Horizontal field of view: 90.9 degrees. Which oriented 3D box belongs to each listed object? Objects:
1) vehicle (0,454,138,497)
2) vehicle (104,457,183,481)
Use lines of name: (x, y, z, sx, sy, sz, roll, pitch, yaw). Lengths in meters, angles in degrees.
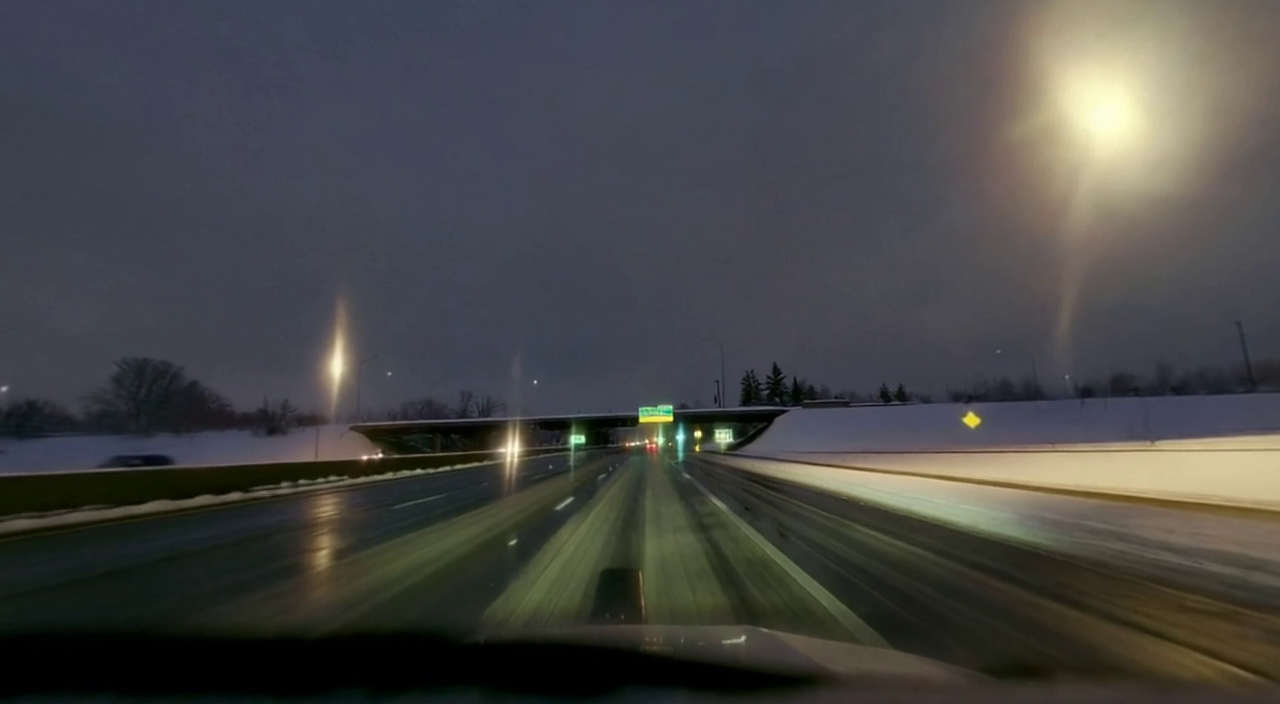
vehicle: (-23.349, 4.920, 25.544, 1.856, 1.495, 5.003, 0, -8, 1)
vehicle: (-37.053, 8.757, 47.247, 1.925, 1.539, 4.981, -1, -8, -2)
